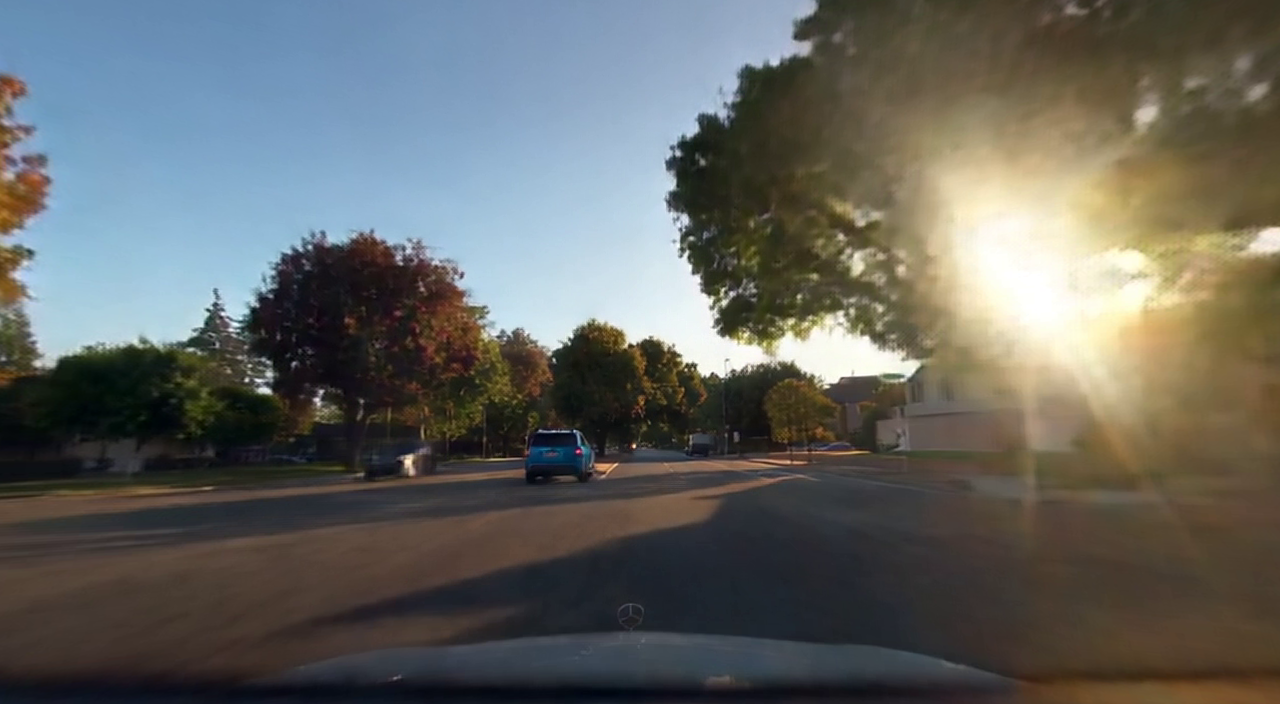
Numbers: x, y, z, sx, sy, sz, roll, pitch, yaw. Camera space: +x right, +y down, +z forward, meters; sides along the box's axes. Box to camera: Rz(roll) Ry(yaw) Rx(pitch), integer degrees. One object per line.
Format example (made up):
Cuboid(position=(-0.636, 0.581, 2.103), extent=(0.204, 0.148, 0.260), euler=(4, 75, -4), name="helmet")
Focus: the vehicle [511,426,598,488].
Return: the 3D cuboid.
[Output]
Cuboid(position=(-2.744, 3.529, 21.485), extent=(2.179, 1.851, 4.756), euler=(0, -8, 2), name="vehicle")
